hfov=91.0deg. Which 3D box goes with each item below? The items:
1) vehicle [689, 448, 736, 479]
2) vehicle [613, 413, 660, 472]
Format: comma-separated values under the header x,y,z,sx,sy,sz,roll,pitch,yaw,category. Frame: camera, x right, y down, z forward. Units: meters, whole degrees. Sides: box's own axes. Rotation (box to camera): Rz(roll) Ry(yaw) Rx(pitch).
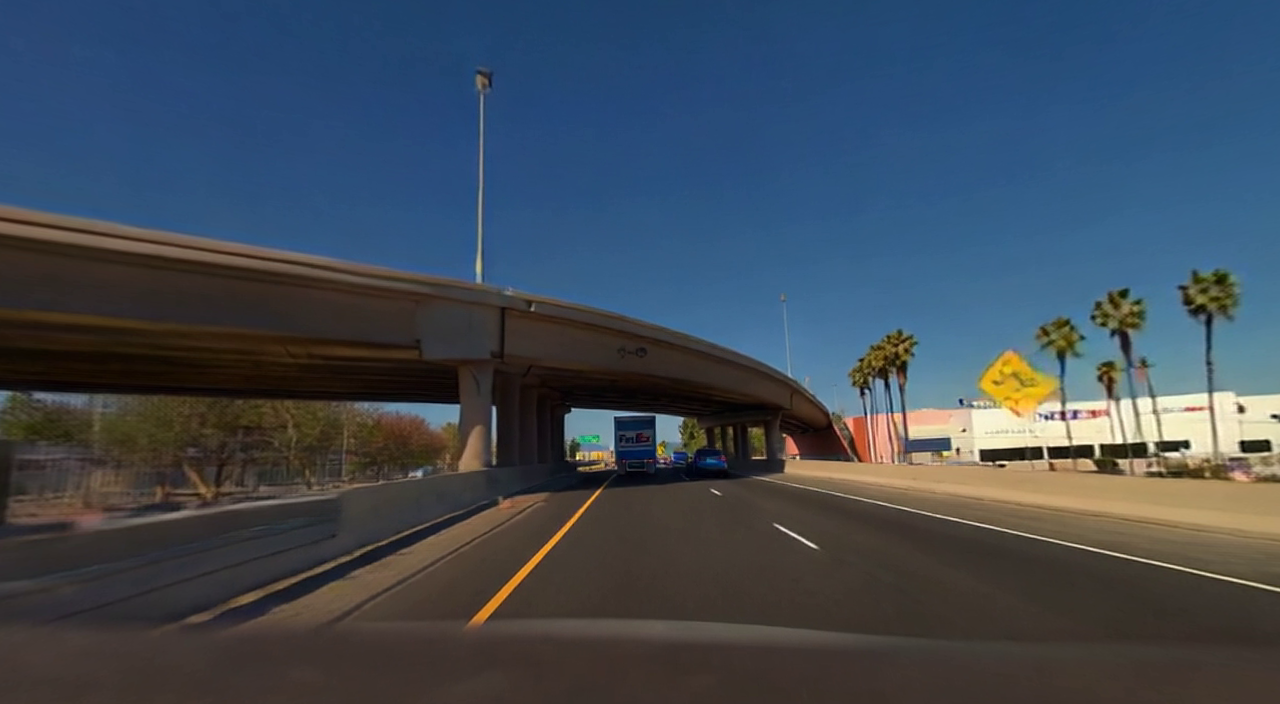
x,y,z,sx,sy,sz,roll,pitch,yaw,category
3.836,5.968,33.987,1.966,1.558,4.238,0,-9,-1,vehicle
-0.287,7.226,49.914,3.243,4.134,11.656,0,-9,0,vehicle
